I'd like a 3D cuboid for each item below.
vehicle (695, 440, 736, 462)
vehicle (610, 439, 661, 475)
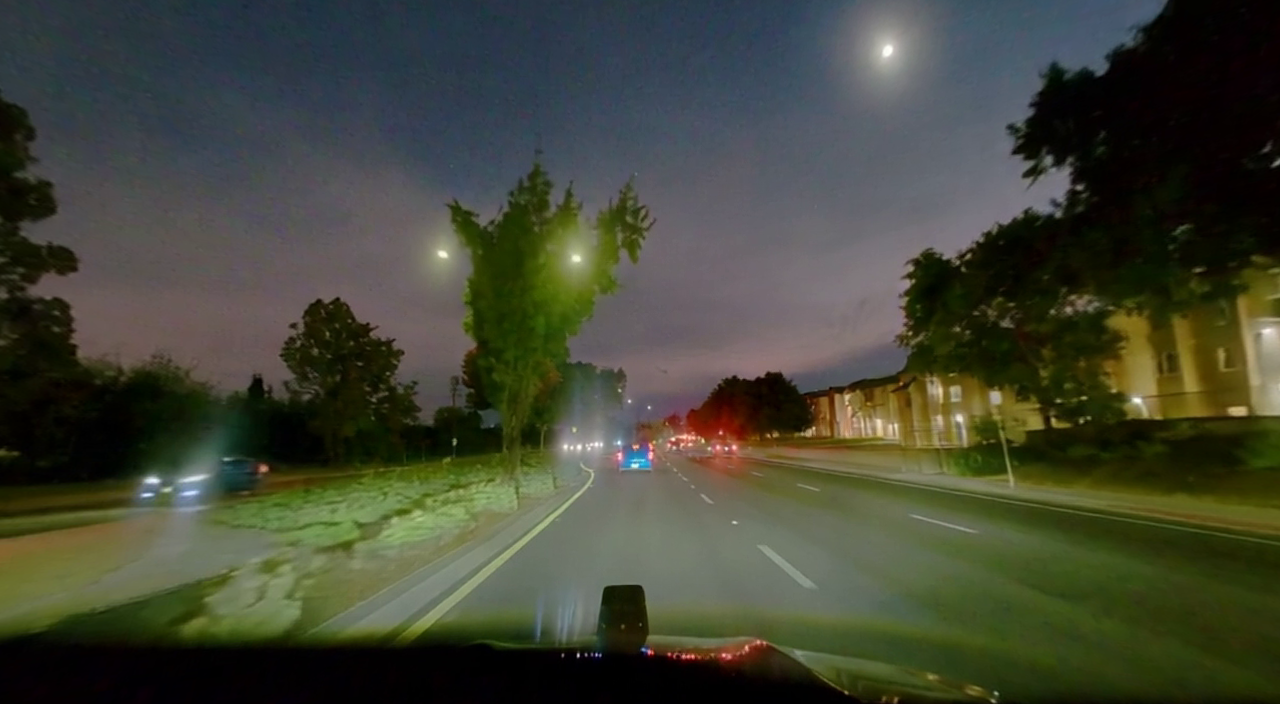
[{"bbox_3d":[5.318,7.089,45.158,2.067,1.514,4.188,0,-9,-5],"label":"vehicle"},{"bbox_3d":[-0.161,4.624,27.985,2.102,1.481,3.907,0,-8,0],"label":"vehicle"}]
